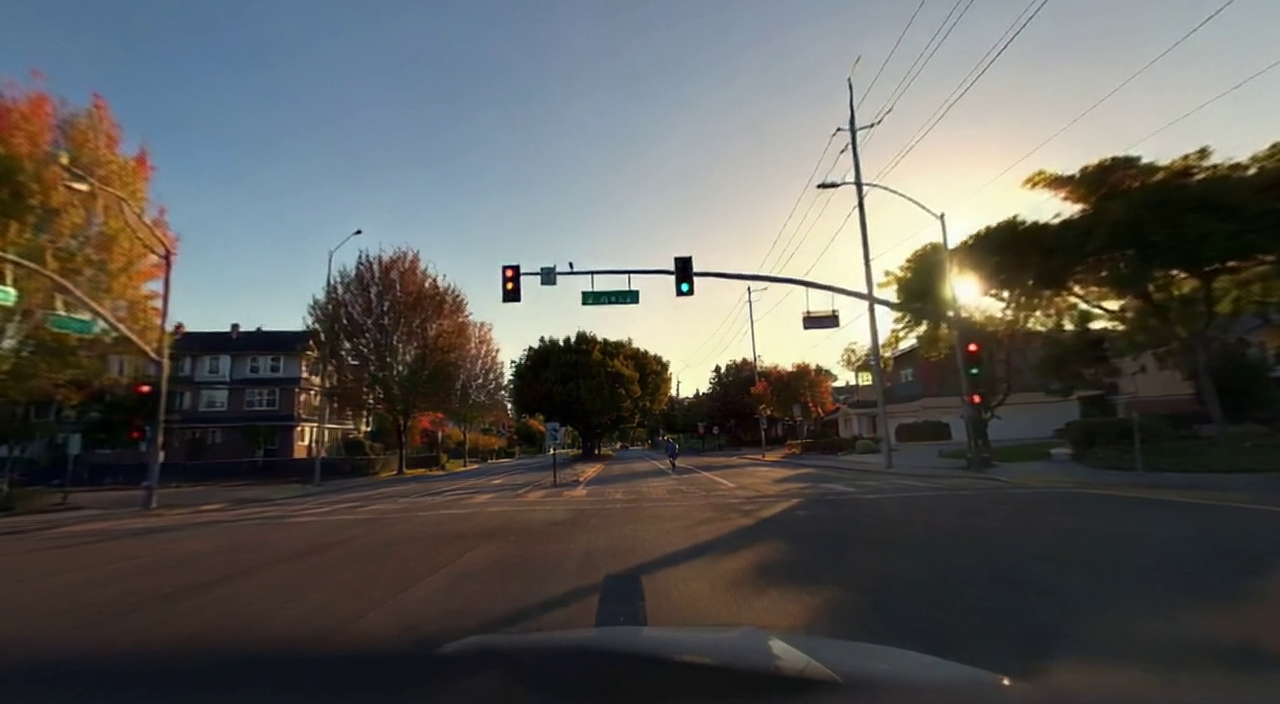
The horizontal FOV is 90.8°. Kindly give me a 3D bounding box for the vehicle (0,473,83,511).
[{"bbox_3d":[-28.915,6.546,29.779,1.974,1.457,4.248,1,-9,-11],"label":"vehicle"}]
